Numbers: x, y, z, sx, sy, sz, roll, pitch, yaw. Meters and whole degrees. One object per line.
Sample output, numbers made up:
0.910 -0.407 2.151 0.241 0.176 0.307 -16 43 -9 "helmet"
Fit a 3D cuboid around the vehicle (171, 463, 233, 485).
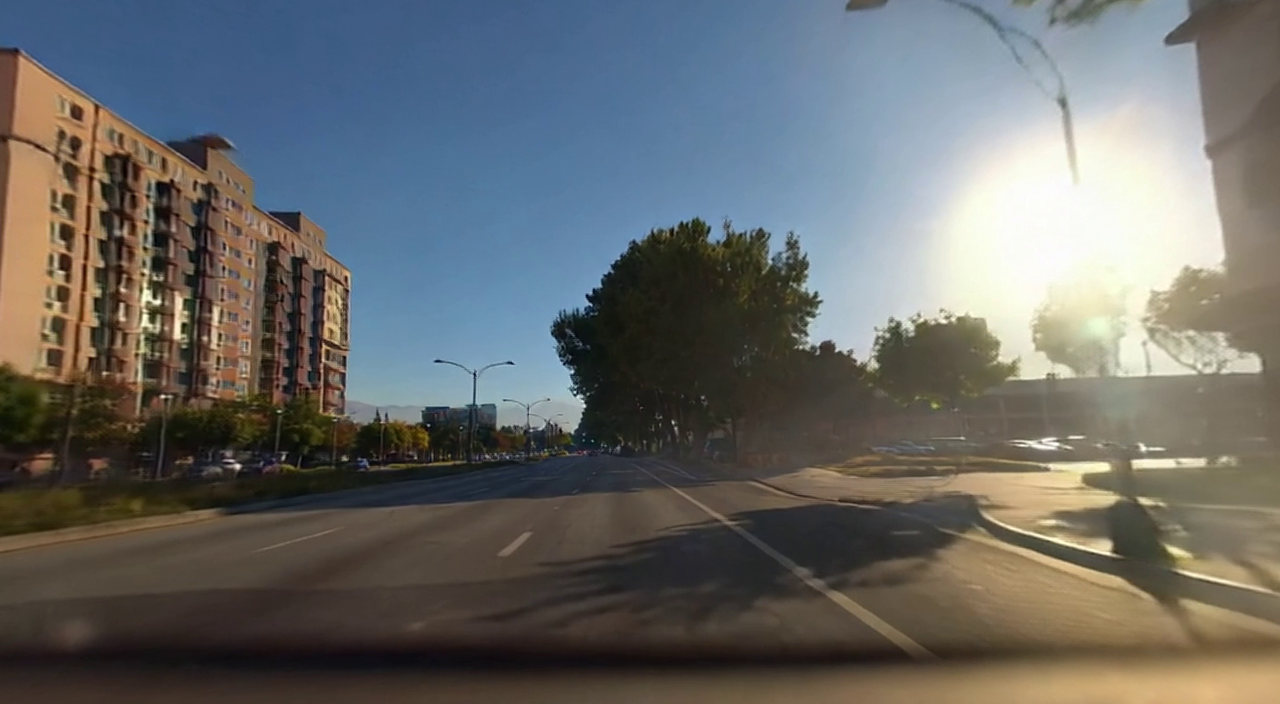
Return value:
-34.079 9.509 49.310 1.868 1.467 4.423 0 -9 -4 "vehicle"
